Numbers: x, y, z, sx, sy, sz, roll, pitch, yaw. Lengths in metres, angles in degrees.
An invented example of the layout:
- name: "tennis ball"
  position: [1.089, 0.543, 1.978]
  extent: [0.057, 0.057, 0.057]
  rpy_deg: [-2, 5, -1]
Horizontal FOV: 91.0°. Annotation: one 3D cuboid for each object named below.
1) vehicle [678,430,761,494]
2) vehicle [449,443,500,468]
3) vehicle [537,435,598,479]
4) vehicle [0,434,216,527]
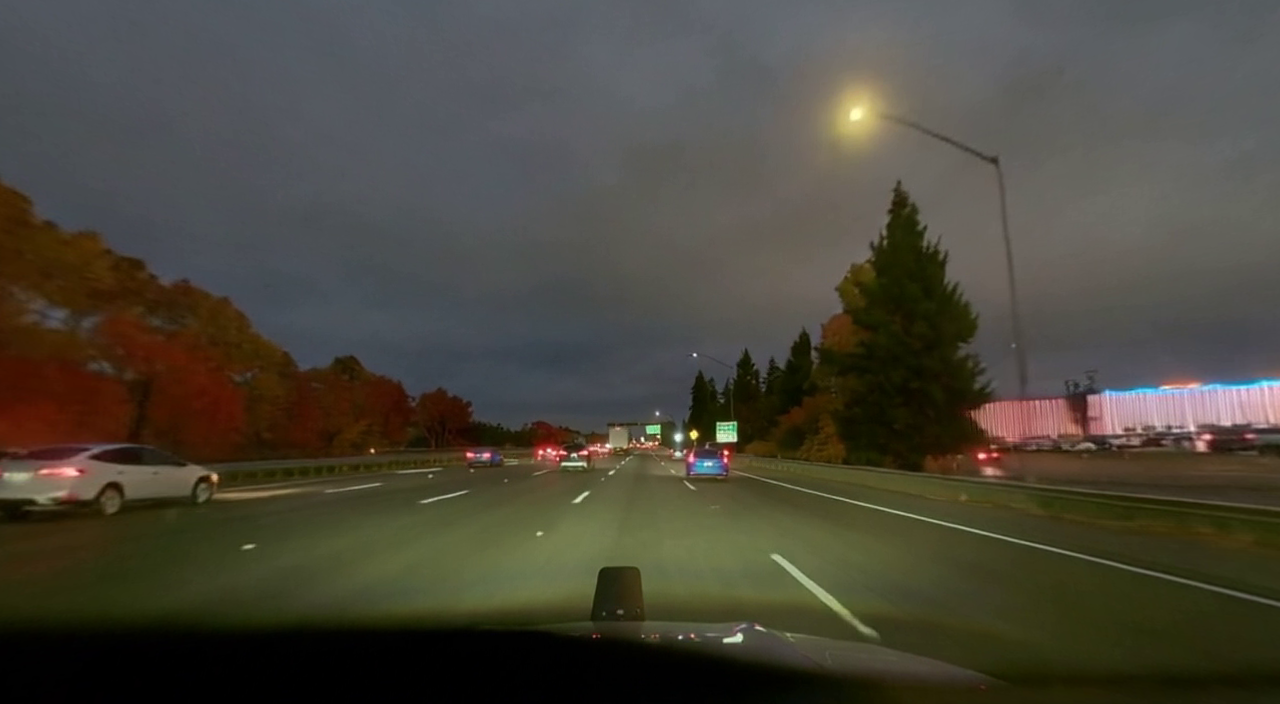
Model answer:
- name: "vehicle"
  position: [2.341, 3.426, 19.870]
  extent: [2.101, 1.742, 4.495]
  rpy_deg: [0, -9, 1]
- name: "vehicle"
  position: [-10.730, 6.756, 41.183]
  extent: [2.006, 1.509, 4.634]
  rpy_deg: [0, -9, 1]
- name: "vehicle"
  position: [-3.095, 4.614, 27.857]
  extent: [2.111, 1.742, 4.315]
  rpy_deg: [0, -9, 1]
- name: "vehicle"
  position: [-10.985, 2.451, 12.617]
  extent: [1.919, 1.509, 4.265]
  rpy_deg: [0, -9, 1]
